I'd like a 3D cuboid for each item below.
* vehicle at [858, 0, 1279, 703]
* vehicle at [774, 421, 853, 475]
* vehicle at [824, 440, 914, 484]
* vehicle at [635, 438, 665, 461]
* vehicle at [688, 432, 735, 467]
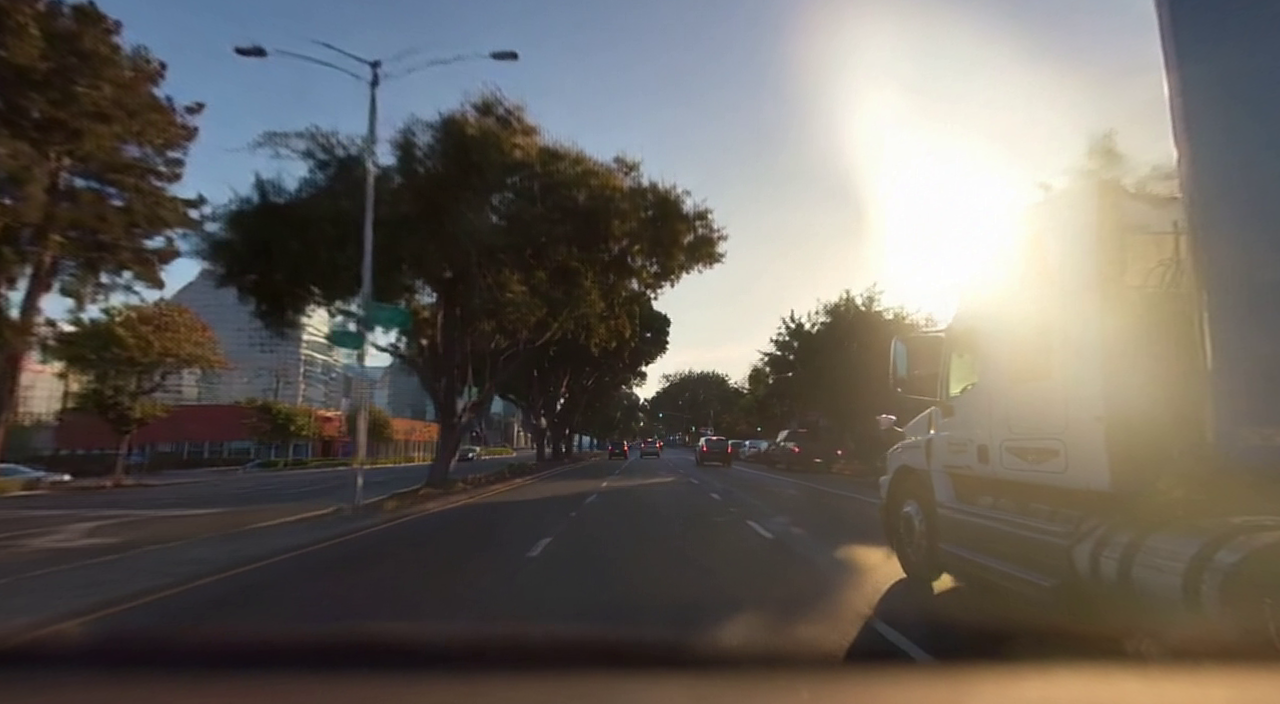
[{"bbox_3d":[3.697,-0.266,2.252,3.006,3.679,8.506,0,-8,2],"label":"vehicle"},{"bbox_3d":[8.175,4.594,30.286,2.539,2.328,4.769,0,-8,2],"label":"vehicle"},{"bbox_3d":[8.139,3.938,22.833,1.733,1.441,4.073,0,-8,0],"label":"vehicle"},{"bbox_3d":[0.838,7.598,49.294,2.276,1.704,3.925,0,-8,2],"label":"vehicle"},{"bbox_3d":[4.130,5.690,37.003,2.196,1.908,4.412,0,-8,0],"label":"vehicle"}]
